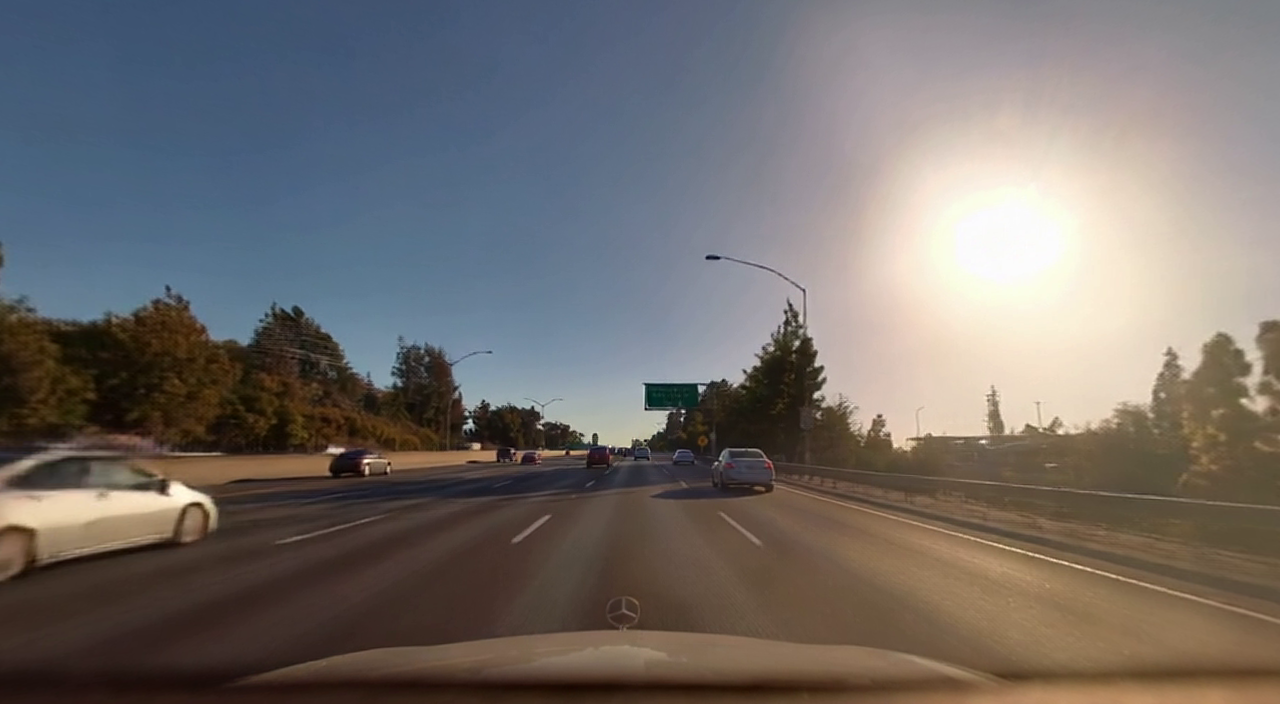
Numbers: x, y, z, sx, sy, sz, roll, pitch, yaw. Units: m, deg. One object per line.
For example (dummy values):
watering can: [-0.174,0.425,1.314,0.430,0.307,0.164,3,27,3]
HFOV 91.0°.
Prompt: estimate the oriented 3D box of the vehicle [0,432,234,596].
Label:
vehicle: [-7.046,1.689,6.964,1.977,1.529,4.616,0,-9,1]

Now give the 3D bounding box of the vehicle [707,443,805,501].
vehicle: [3.384,3.596,19.321,2.126,1.529,4.438,0,-9,0]

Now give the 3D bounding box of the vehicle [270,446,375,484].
vehicle: [-13.845,4.934,27.894,1.959,1.520,5.068,0,-9,1]

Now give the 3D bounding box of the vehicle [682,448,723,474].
vehicle: [3.697,6.531,38.026,1.929,1.485,4.482,0,-9,-1]

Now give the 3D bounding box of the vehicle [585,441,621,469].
vehicle: [-2.738,7.833,48.055,2.449,1.929,5.503,0,-9,0]
